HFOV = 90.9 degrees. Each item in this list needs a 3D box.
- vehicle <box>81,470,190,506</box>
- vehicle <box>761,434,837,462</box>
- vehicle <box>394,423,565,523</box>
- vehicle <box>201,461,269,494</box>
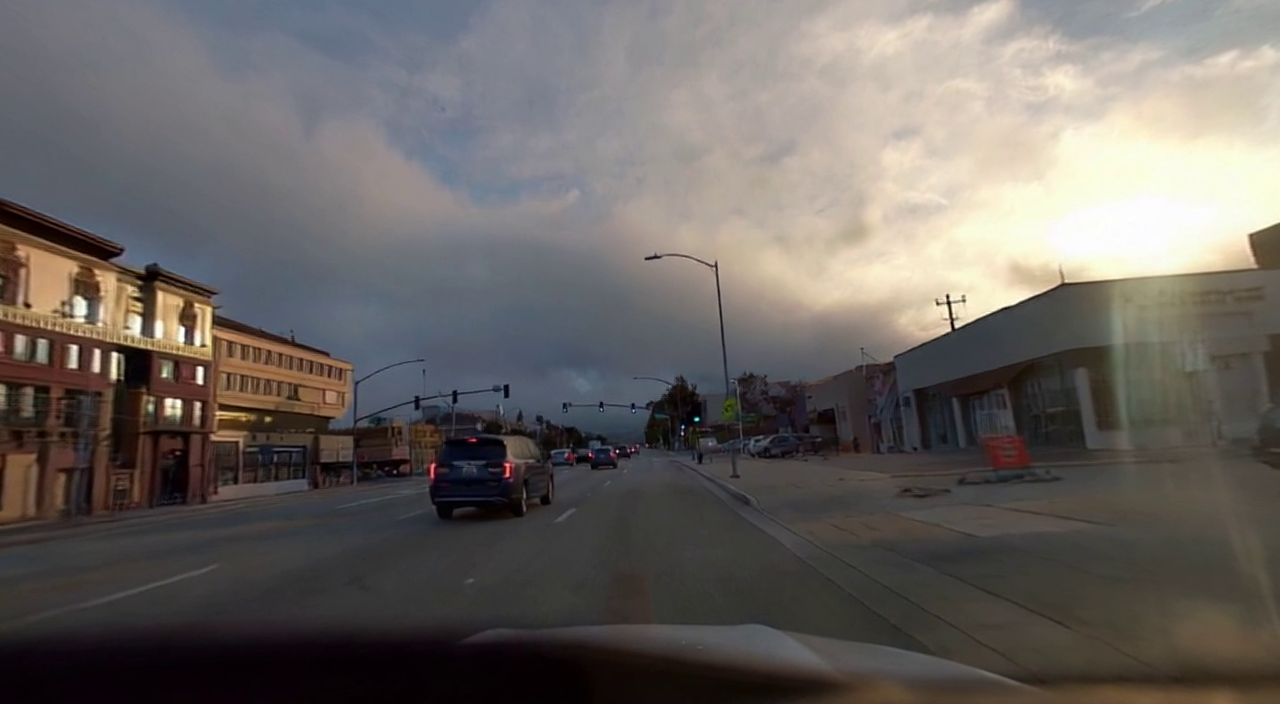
[{"bbox_3d":[-27.621,7.420,34.675,4.398,1.737,1.950,8,-10,-36],"label":"vehicle"},{"bbox_3d":[10.189,6.210,40.581,4.361,1.550,2.087,1,-13,2],"label":"vehicle"},{"bbox_3d":[-3.150,2.537,13.723,2.277,1.743,4.893,-1,-9,2],"label":"vehicle"},{"bbox_3d":[-28.300,8.765,44.055,3.755,1.646,1.961,-2,-10,-37],"label":"vehicle"}]
